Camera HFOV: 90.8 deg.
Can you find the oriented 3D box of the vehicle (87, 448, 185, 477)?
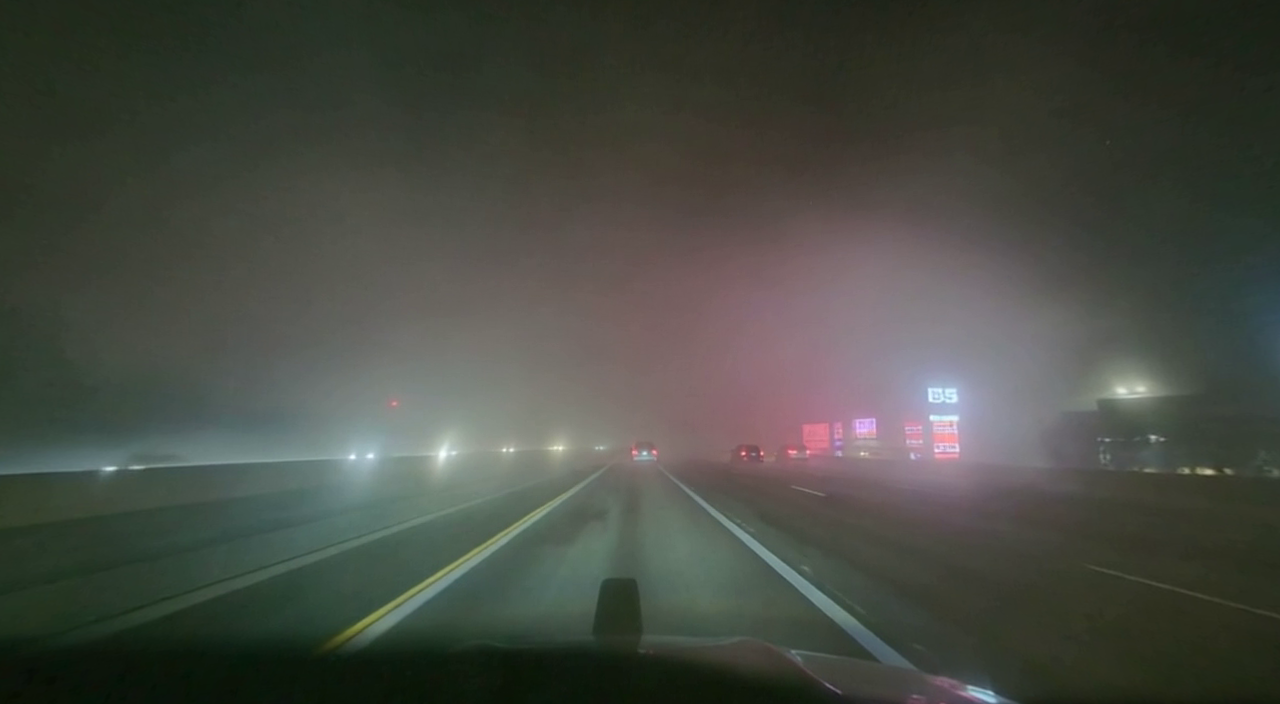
[{"bbox_3d":[-29.034,6.344,36.605,1.850,1.489,4.772,0,-9,-1],"label":"vehicle"}]

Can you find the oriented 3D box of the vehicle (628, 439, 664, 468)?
[{"bbox_3d":[0.299,6.598,41.307,2.154,1.786,5.045,0,-8,-2],"label":"vehicle"}]

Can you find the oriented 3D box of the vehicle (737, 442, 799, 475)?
[{"bbox_3d":[6.263,5.273,31.484,1.976,1.477,4.448,0,-9,-2],"label":"vehicle"}]
